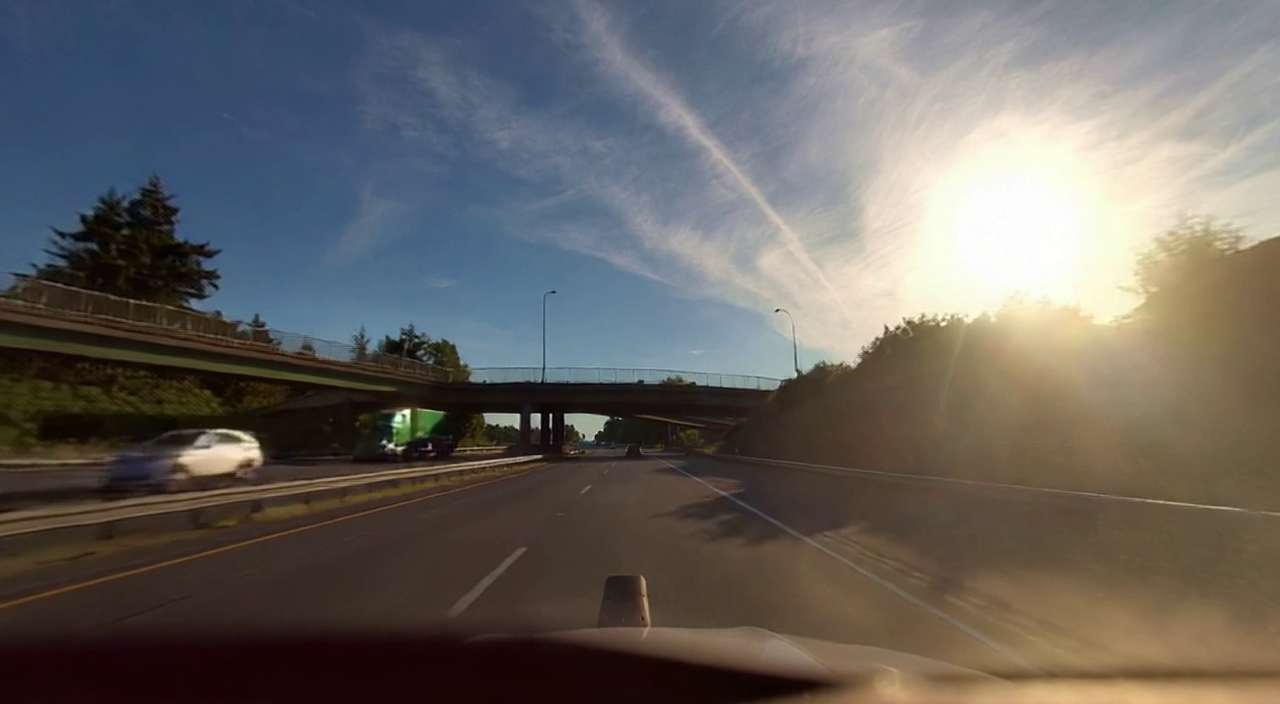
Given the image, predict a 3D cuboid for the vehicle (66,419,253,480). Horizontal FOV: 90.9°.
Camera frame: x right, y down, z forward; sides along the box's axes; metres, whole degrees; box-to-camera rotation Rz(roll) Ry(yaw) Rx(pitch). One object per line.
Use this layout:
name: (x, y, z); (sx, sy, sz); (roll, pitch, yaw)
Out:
vehicle: (-14.409, 2.995, 19.380); (2.117, 1.623, 4.690); (0, -9, -1)

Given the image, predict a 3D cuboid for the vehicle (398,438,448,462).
vehicle: (-14.734, 6.694, 43.039); (1.904, 1.541, 4.434); (0, -9, -1)
